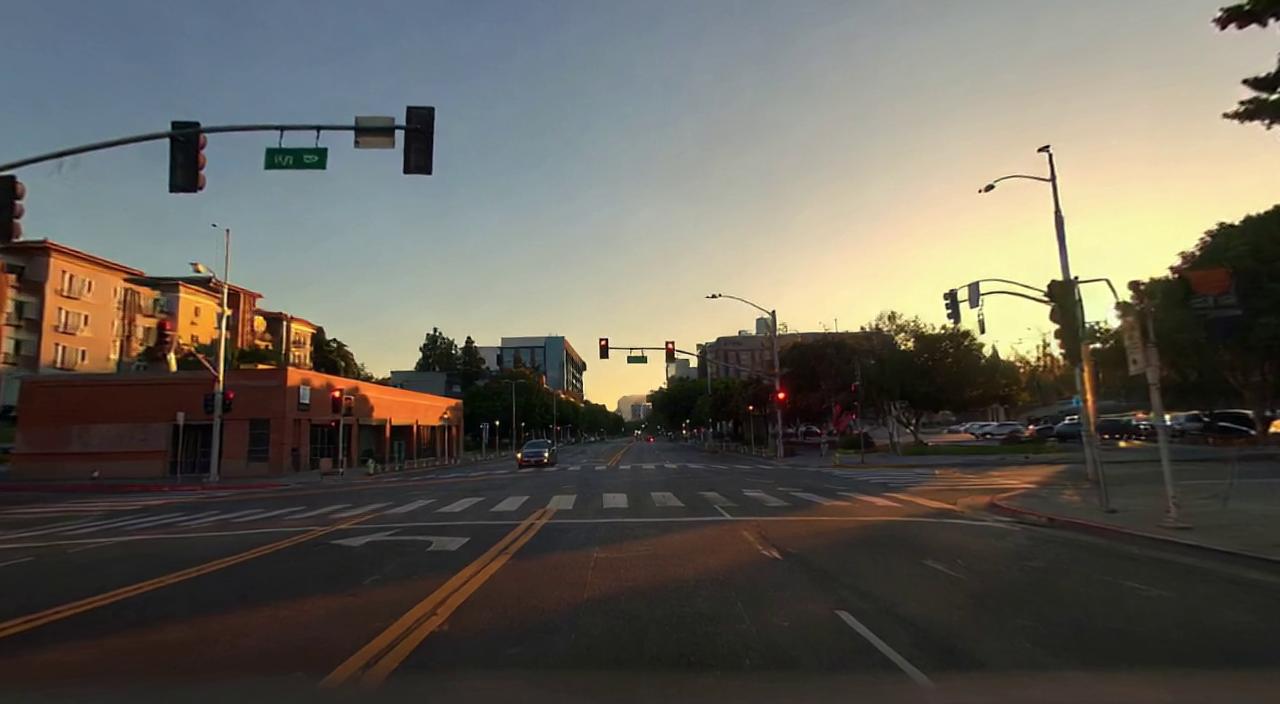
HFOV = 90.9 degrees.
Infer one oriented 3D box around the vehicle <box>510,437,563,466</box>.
[{"bbox_3d":[-5.778,5.622,35.749,2.127,1.473,4.428,0,-8,1],"label":"vehicle"}]
